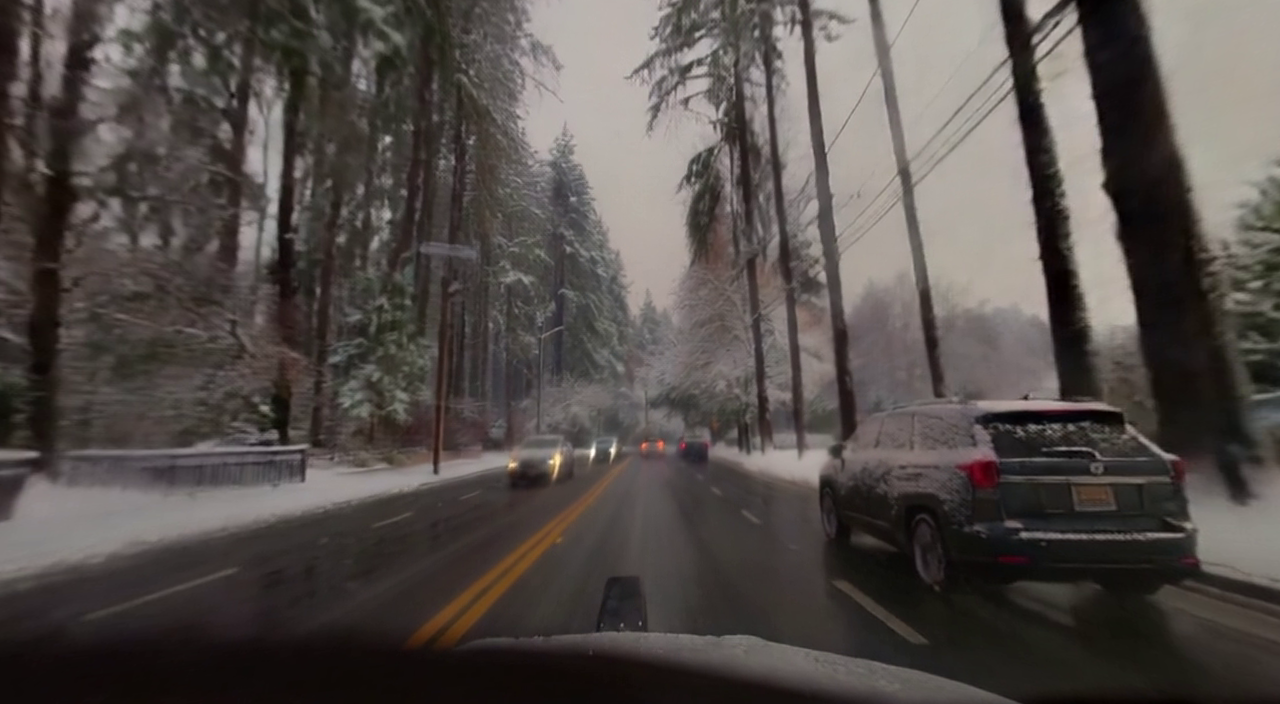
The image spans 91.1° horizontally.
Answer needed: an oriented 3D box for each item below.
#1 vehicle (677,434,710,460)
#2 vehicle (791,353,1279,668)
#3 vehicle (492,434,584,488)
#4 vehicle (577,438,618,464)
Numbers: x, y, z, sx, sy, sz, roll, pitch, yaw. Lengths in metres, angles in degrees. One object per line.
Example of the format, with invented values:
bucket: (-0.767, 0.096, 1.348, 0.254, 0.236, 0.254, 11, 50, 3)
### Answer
vehicle: (3.914, 7.036, 46.708, 2.069, 1.791, 4.422, 0, -8, 1)
vehicle: (3.301, 1.301, 6.388, 2.219, 1.881, 5.104, 0, -8, 0)
vehicle: (-3.108, 3.431, 20.139, 2.096, 1.515, 4.481, -1, -8, 2)
vehicle: (-2.641, 6.307, 40.054, 2.151, 1.540, 4.673, -1, -8, 2)
